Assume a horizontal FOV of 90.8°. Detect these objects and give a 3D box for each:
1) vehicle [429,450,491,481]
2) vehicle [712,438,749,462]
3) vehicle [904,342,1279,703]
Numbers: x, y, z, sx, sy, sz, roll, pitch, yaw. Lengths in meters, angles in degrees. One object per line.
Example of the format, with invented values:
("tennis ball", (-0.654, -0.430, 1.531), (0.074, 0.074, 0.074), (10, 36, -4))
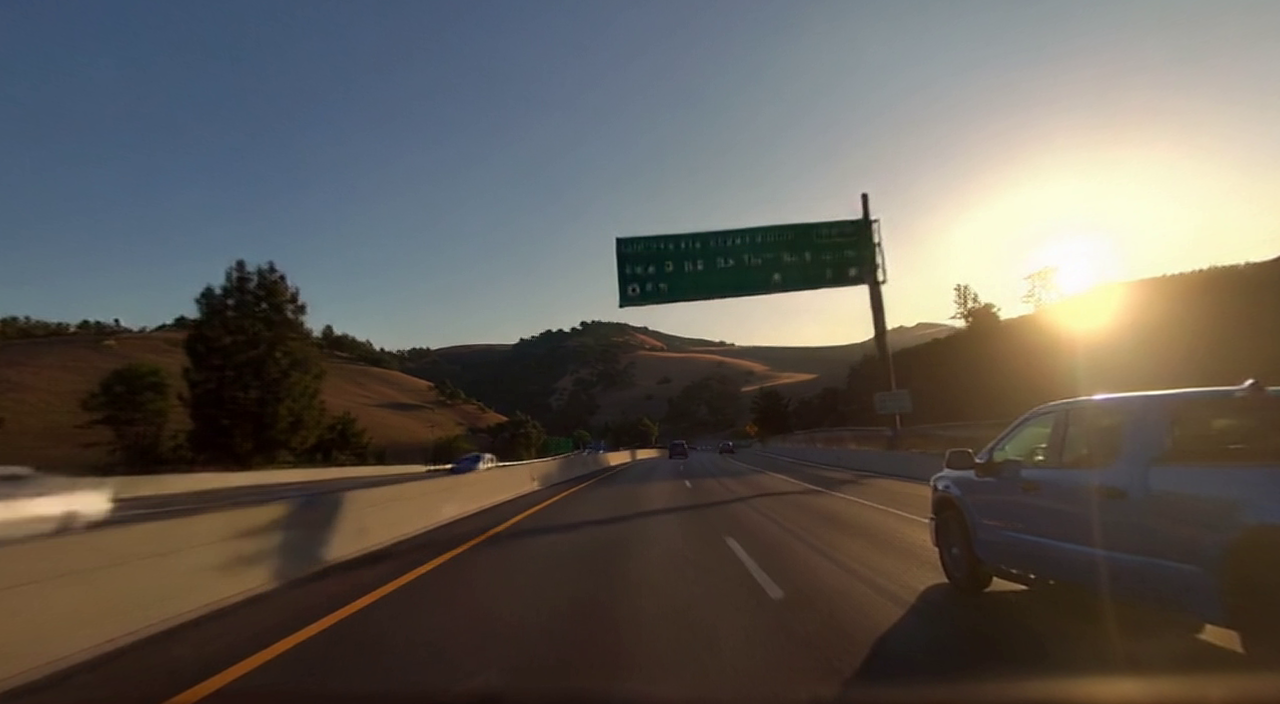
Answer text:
("vehicle", (-9.919, 6.288, 35.227), (1.934, 1.602, 4.199), (-1, -9, 4))
("vehicle", (6.477, 7.096, 45.704), (2.249, 1.635, 4.118), (-1, -9, 3))
("vehicle", (3.746, 1.021, 3.884), (2.151, 1.744, 4.709), (0, -9, 0))
